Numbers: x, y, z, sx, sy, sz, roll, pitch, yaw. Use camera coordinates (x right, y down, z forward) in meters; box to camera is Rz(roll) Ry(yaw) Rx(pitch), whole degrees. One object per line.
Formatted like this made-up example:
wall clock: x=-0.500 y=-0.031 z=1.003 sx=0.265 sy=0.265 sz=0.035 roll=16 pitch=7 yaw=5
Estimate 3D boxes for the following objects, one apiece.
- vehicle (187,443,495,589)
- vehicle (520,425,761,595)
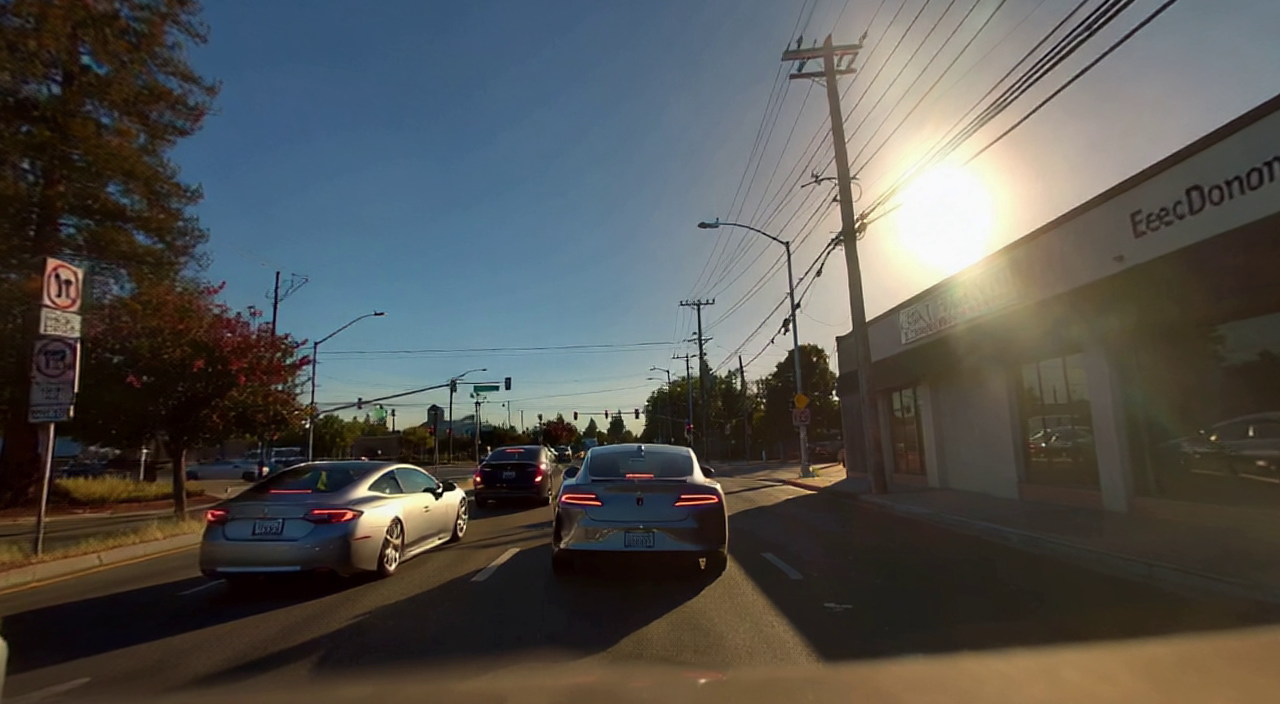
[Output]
vehicle: x=-3.220 y=1.813 z=7.842 sx=1.765 sy=1.319 sz=4.013 roll=0 pitch=-9 yaw=2
vehicle: x=-0.007 y=1.688 z=7.568 sx=2.101 sy=1.469 sz=3.955 roll=0 pitch=-9 yaw=0
